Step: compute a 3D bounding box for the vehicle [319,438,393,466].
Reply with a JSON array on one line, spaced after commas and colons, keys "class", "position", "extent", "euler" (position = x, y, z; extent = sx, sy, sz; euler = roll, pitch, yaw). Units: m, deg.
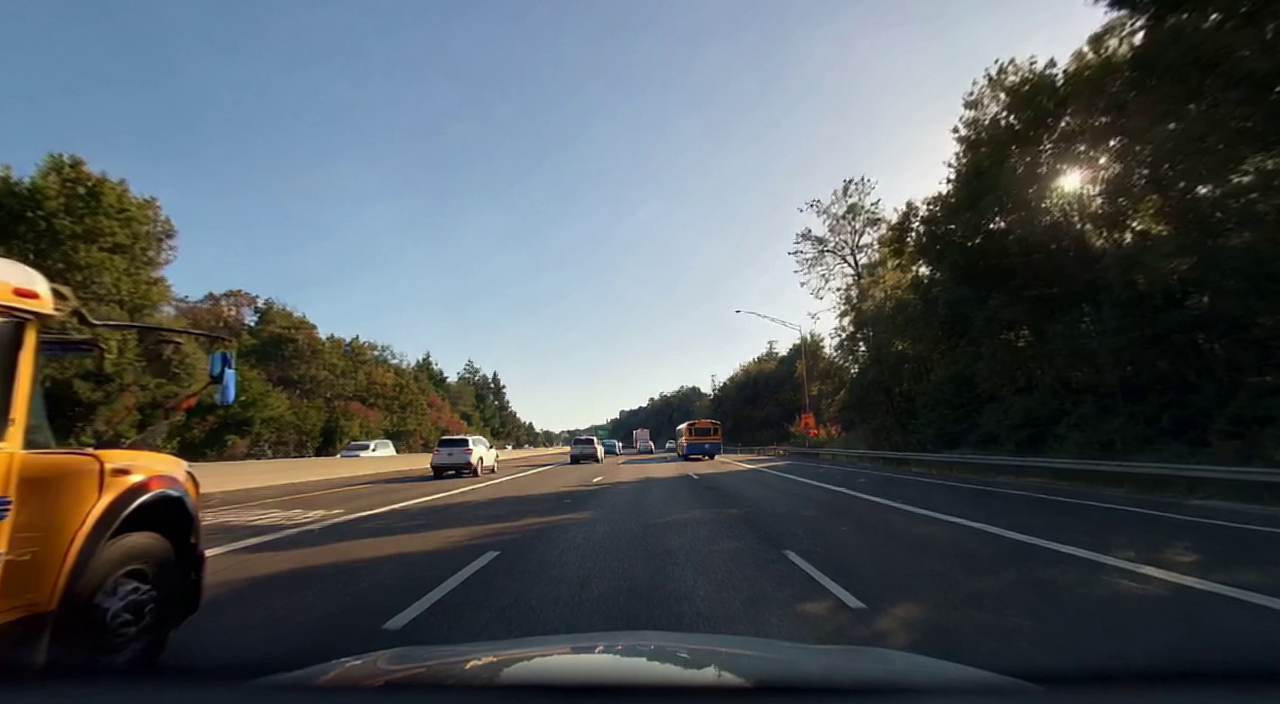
[{"class": "vehicle", "position": [-18.960, 6.726, 42.486], "extent": [2.484, 1.728, 5.420], "euler": [0, -8, -1]}]

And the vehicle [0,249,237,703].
[{"class": "vehicle", "position": [-3.576, 0.374, 0.621], "extent": [2.401, 1.977, 5.888], "euler": [0, -8, 1]}]

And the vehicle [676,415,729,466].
[{"class": "vehicle", "position": [3.761, 5.536, 39.321], "extent": [2.573, 2.828, 6.754], "euler": [0, -8, 0]}]

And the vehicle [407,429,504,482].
[{"class": "vehicle", "position": [-7.108, 4.048, 24.954], "extent": [2.217, 1.870, 5.075], "euler": [0, -8, 1]}]

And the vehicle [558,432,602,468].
[{"class": "vehicle", "position": [-3.351, 5.579, 36.043], "extent": [2.016, 1.898, 4.458], "euler": [0, -8, 1]}]
